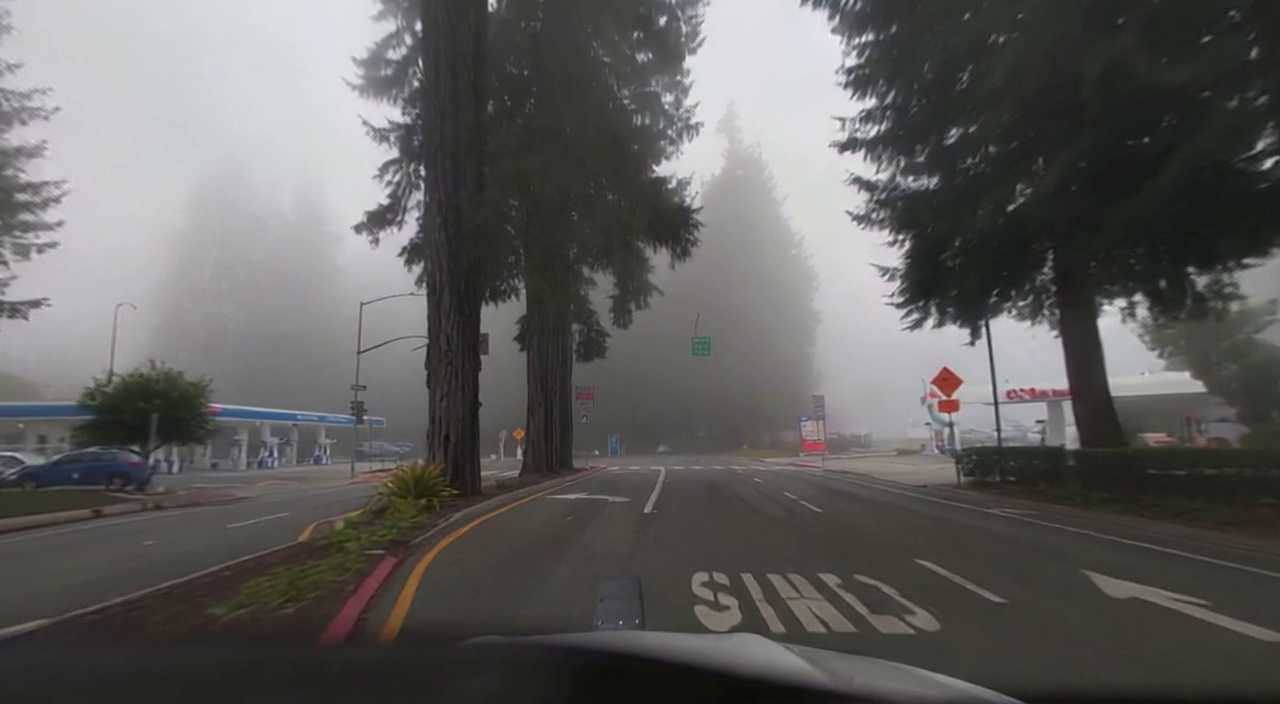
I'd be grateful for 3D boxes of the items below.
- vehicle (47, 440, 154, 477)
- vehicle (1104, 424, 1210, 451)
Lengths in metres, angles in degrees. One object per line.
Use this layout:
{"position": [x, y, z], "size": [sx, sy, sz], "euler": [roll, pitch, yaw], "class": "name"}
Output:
{"position": [-32.061, 6.308, 37.588], "size": [4.847, 1.872, 2.114], "euler": [-4, -7, 9], "class": "vehicle"}
{"position": [30.129, 5.028, 36.923], "size": [1.885, 1.446, 4.469], "euler": [8, -12, -42], "class": "vehicle"}
